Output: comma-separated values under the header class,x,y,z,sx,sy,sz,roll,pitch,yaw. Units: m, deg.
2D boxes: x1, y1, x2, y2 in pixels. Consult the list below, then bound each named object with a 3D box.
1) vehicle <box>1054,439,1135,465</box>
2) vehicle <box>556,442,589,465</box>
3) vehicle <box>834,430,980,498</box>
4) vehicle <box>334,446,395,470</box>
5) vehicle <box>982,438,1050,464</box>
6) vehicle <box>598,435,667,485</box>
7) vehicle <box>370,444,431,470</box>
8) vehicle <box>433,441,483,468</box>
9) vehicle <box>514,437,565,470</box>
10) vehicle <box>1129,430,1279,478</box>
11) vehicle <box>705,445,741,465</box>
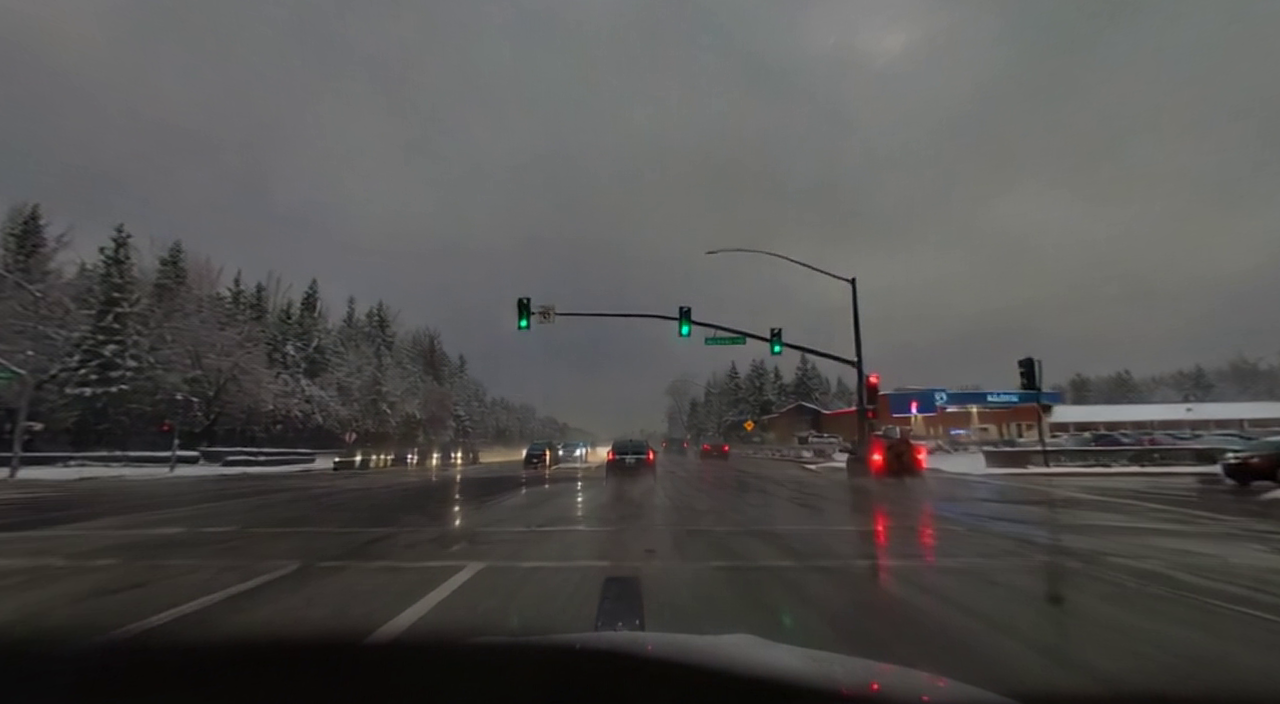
class,x,y,z,sx,sy,sz,roll,pitch,yaw
vehicle,27.658,6.065,38.446,4.512,1.468,1.909,4,-9,-24
vehicle,-5.262,7.991,49.982,2.137,1.685,4.587,1,-8,0
vehicle,6.736,2.864,16.558,1.890,1.489,4.396,1,-8,0
vehicle,-18.104,6.959,41.713,2.018,1.472,4.559,1,-8,-1
vehicle,25.990,6.829,43.672,4.246,1.686,1.910,5,-9,-25
vehicle,-0.245,3.508,20.835,2.040,1.451,3.736,1,-8,-1
vehicle,-14.874,6.545,39.563,2.001,1.463,4.673,1,-8,0
vehicle,-11.838,6.694,41.466,1.944,1.647,4.395,1,-8,0
vehicle,-5.499,5.581,35.021,1.990,1.673,4.436,0,-8,1
vehicle,20.125,3.495,21.808,4.796,1.488,1.966,-1,-9,-1
vehicle,6.471,8.102,49.912,2.143,1.508,4.274,1,-8,-2
